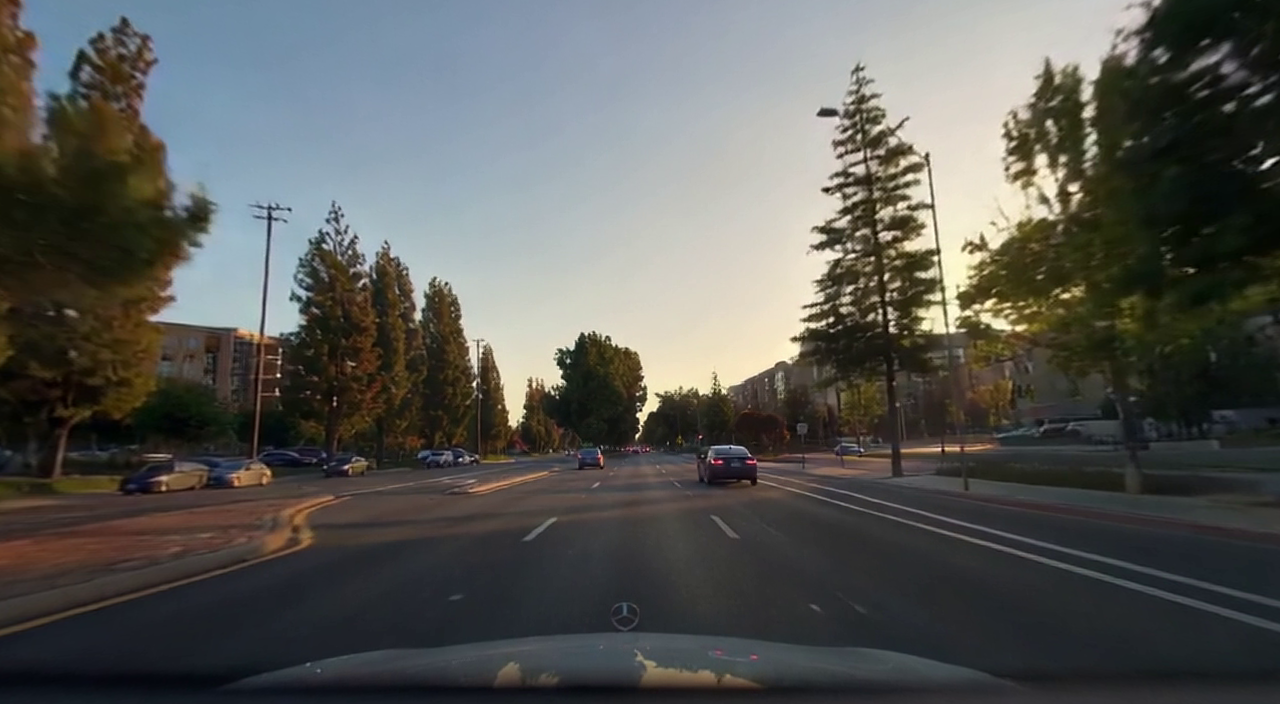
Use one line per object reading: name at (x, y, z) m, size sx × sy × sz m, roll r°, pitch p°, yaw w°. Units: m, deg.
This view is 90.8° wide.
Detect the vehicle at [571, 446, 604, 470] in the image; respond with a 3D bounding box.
vehicle at (-3.665, 7.458, 44.664) m, size 1.935 × 1.617 × 4.045 m, roll -1°, pitch -9°, yaw 0°

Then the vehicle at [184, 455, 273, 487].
vehicle at (-22.586, 6.526, 34.907) m, size 1.818 × 1.588 × 4.708 m, roll 0°, pitch -9°, yaw -1°

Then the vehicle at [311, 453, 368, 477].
vehicle at (-22.419, 8.431, 47.285) m, size 1.926 × 1.681 × 4.601 m, roll -1°, pitch -9°, yaw 1°

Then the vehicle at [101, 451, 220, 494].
vehicle at (-22.404, 5.594, 29.794) m, size 1.995 × 1.801 × 4.711 m, roll 0°, pitch -9°, yaw -2°

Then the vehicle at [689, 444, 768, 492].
vehicle at (2.934, 3.950, 21.863) m, size 1.966 × 1.449 × 4.290 m, roll 0°, pitch -9°, yaw -2°
